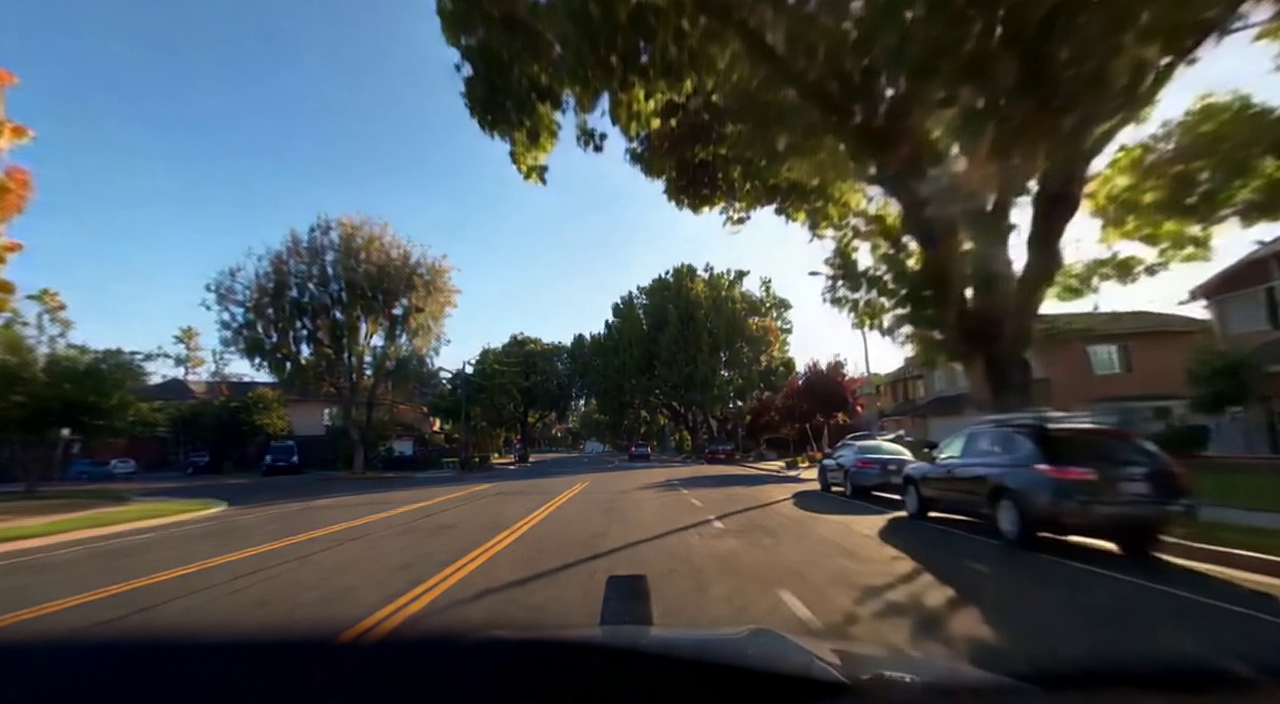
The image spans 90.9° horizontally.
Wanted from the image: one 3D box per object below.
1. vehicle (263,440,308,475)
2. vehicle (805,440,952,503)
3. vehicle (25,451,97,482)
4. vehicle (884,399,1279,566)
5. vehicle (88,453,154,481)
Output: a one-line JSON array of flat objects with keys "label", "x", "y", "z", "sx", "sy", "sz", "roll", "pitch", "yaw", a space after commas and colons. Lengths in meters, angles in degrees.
[{"label": "vehicle", "x": -23.481, "y": 6.959, "z": 41.874, "sx": 2.083, "sy": 2.113, "sz": 4.490, "roll": 4, "pitch": -9, "yaw": -23}, {"label": "vehicle", "x": 6.440, "y": 3.259, "z": 17.771, "sx": 2.235, "sy": 1.515, "sz": 4.782, "roll": 0, "pitch": -8, "yaw": -1}, {"label": "vehicle", "x": -34.038, "y": 6.701, "z": 37.189, "sx": 1.934, "sy": 1.689, "sz": 3.999, "roll": 4, "pitch": -9, "yaw": -26}, {"label": "vehicle", "x": 6.569, "y": 1.938, "z": 10.275, "sx": 2.878, "sy": 1.927, "sz": 5.774, "roll": 0, "pitch": -8, "yaw": 0}, {"label": "vehicle", "x": -31.442, "y": 6.937, "z": 38.342, "sx": 1.866, "sy": 1.484, "sz": 4.553, "roll": 4, "pitch": -9, "yaw": -24}]
